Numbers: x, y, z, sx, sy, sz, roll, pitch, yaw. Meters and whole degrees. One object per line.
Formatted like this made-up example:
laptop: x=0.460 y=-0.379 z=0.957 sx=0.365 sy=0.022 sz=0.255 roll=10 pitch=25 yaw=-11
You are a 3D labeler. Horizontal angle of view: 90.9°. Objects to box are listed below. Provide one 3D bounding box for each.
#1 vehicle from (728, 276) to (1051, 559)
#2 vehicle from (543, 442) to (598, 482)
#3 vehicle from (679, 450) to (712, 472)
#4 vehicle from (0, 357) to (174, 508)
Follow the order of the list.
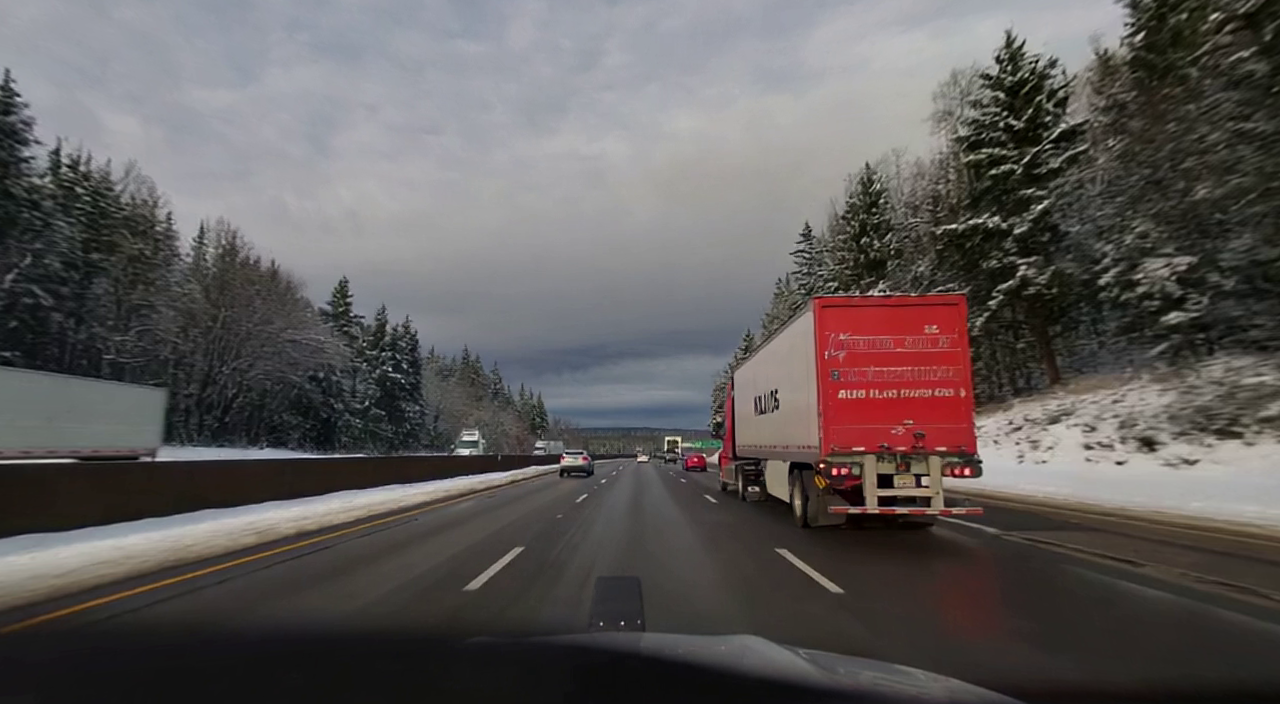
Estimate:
vehicle: x=4.234 y=1.726 z=14.428 sx=2.914 sy=3.998 sz=11.103 roll=0 pitch=-9 yaw=1
vehicle: x=-3.129 y=5.085 z=29.345 sx=2.017 sy=1.683 sz=4.309 roll=0 pitch=-9 yaw=1
vehicle: x=4.231 y=8.341 z=48.286 sx=2.176 sy=1.598 sz=3.878 roll=0 pitch=-9 yaw=0
vehicle: x=-20.079 y=2.202 z=17.420 sx=2.976 sy=4.305 sz=14.763 roll=0 pitch=-9 yaw=1
